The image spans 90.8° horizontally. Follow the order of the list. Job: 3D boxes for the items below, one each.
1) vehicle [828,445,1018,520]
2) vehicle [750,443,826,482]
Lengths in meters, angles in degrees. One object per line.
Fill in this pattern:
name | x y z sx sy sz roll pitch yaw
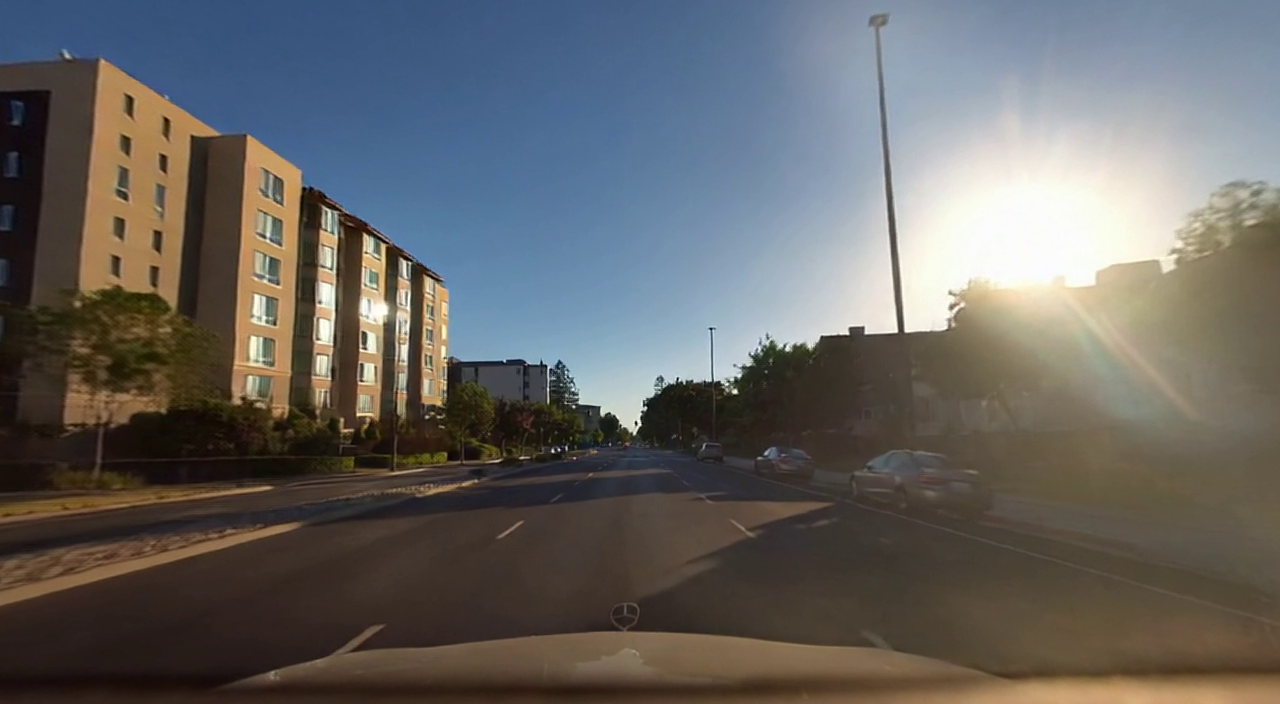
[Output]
vehicle | 6.154 2.864 14.587 2.013 1.408 5.011 0 -8 -1
vehicle | 6.099 4.590 26.661 1.944 1.478 4.885 0 -8 -1
